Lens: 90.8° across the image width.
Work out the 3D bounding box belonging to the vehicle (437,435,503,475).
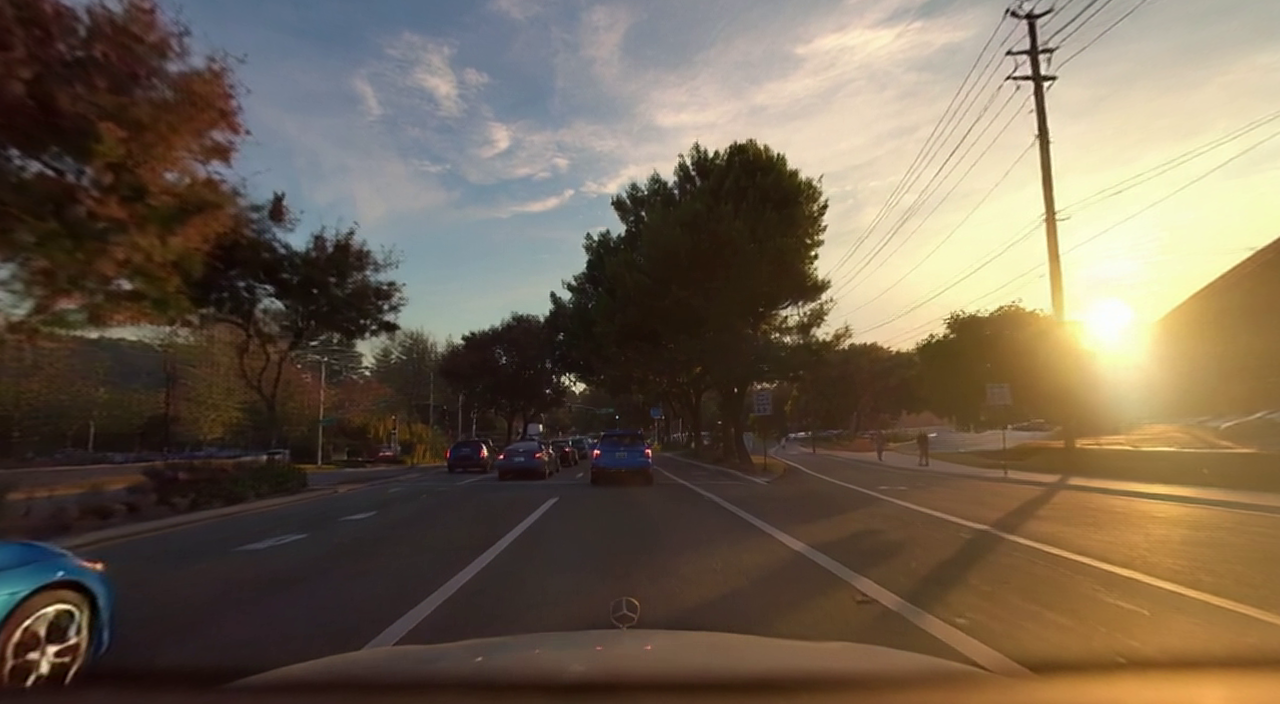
[{"bbox_3d":[-7.398,4.529,27.904,1.860,1.634,4.089,0,-9,-2],"label":"vehicle"}]

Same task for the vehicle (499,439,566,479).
[{"bbox_3d":[-4.363,4.420,26.383,2.087,1.485,4.452,0,-9,-1],"label":"vehicle"}]

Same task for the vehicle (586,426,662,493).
[{"bbox_3d":[-0.488,3.149,18.798,2.012,1.769,3.897,0,-9,-2],"label":"vehicle"}]

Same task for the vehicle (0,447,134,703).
[{"bbox_3d":[-3.623,0.823,1.061,1.865,1.314,4.461,0,-9,0],"label":"vehicle"}]
